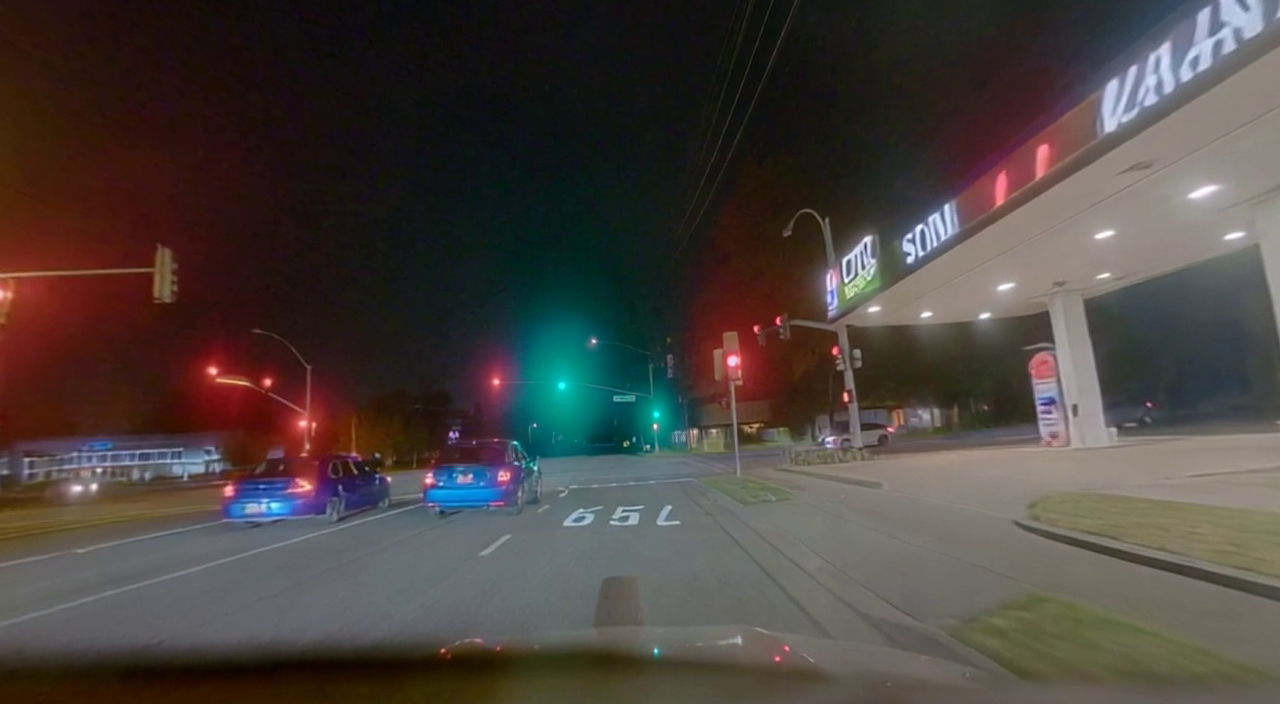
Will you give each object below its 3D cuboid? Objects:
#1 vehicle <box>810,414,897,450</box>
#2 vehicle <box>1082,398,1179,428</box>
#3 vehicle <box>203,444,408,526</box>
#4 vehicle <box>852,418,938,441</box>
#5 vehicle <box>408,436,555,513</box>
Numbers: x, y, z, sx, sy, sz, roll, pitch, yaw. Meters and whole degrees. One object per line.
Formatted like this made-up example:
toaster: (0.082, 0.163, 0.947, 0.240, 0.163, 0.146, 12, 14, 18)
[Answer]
vehicle: (12.812, 4.830, 38.054, 4.428, 1.501, 1.884, -7, -8, -2)
vehicle: (32.178, 4.015, 41.510, 4.630, 1.824, 2.031, 0, -8, -2)
vehicle: (-6.714, 2.671, 13.336, 1.966, 1.439, 4.161, 0, -8, 1)
vehicle: (16.597, 5.089, 41.279, 4.712, 1.466, 1.962, 0, -9, -1)
vehicle: (-3.366, 2.705, 14.552, 2.054, 1.449, 4.772, 0, -8, 1)
